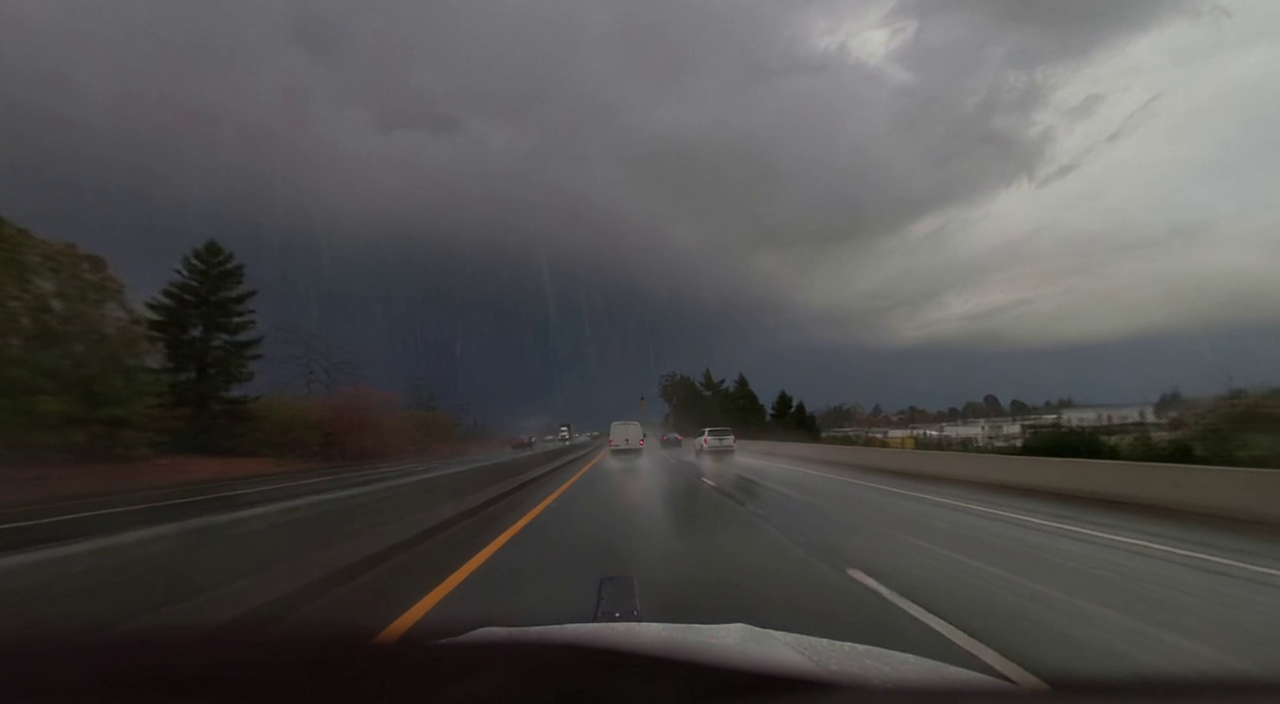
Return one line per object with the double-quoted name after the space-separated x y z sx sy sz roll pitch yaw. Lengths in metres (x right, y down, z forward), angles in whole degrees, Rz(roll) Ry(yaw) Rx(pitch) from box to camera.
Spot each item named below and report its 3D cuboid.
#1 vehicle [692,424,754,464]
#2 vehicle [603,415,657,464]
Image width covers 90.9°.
3.505 3.966 27.324 1.981 1.606 3.956 0 -8 -2 "vehicle"
-0.497 4.014 28.929 2.270 2.044 4.633 0 -8 -2 "vehicle"
